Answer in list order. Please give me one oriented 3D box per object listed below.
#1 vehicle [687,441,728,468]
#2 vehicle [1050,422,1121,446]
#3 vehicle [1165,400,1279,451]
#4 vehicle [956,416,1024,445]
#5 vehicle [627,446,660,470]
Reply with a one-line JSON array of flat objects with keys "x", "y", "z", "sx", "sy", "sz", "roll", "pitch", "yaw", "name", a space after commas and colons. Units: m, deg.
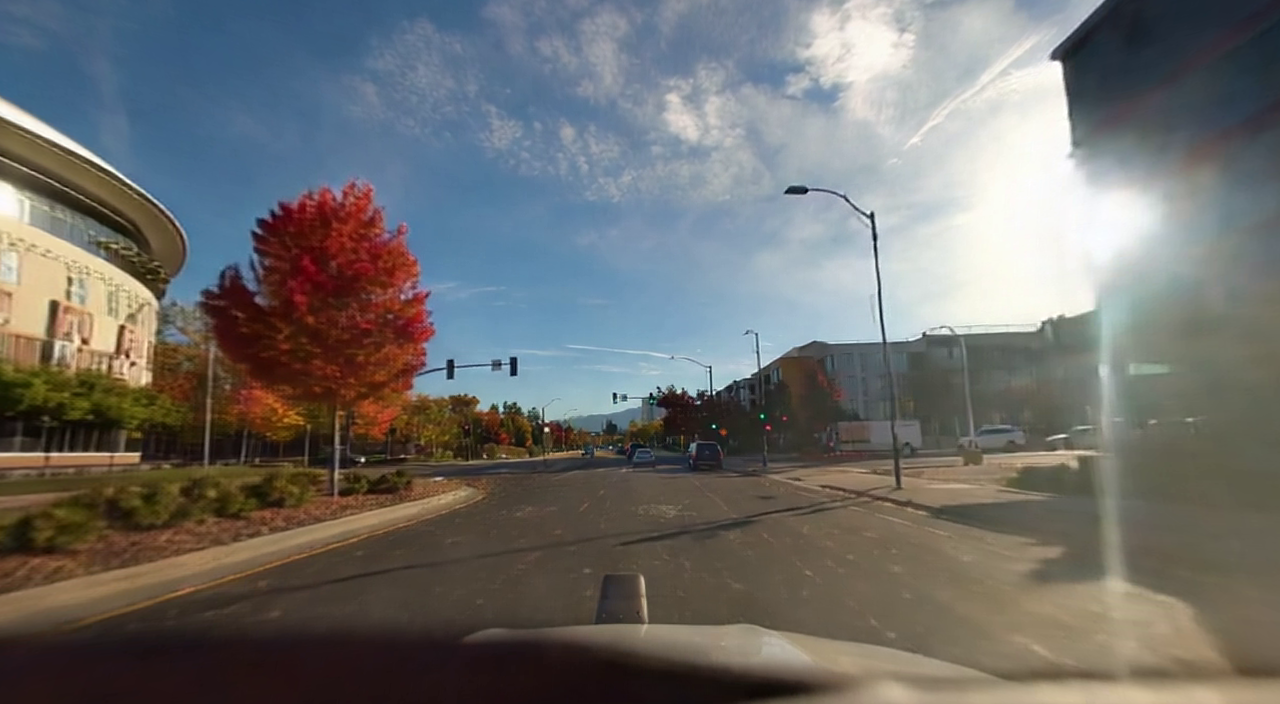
[{"x": 4.566, "y": 7.036, "z": 43.395, "sx": 2.174, "sy": 1.749, "sz": 4.739, "roll": 1, "pitch": -9, "yaw": -2, "name": "vehicle"}, {"x": 30.447, "y": 5.637, "z": 43.165, "sx": 1.729, "sy": 1.507, "sz": 4.279, "roll": -1, "pitch": -9, "yaw": 1, "name": "vehicle"}, {"x": 48.379, "y": 5.733, "z": 49.296, "sx": 11.341, "sy": 3.555, "sz": 3.053, "roll": -2, "pitch": -10, "yaw": 1, "name": "vehicle"}, {"x": 23.440, "y": 5.352, "z": 42.431, "sx": 1.887, "sy": 1.635, "sz": 4.695, "roll": 1, "pitch": -10, "yaw": 0, "name": "vehicle"}, {"x": 0.202, "y": 7.099, "z": 42.233, "sx": 2.014, "sy": 1.525, "sz": 4.197, "roll": 1, "pitch": -9, "yaw": -2, "name": "vehicle"}]
